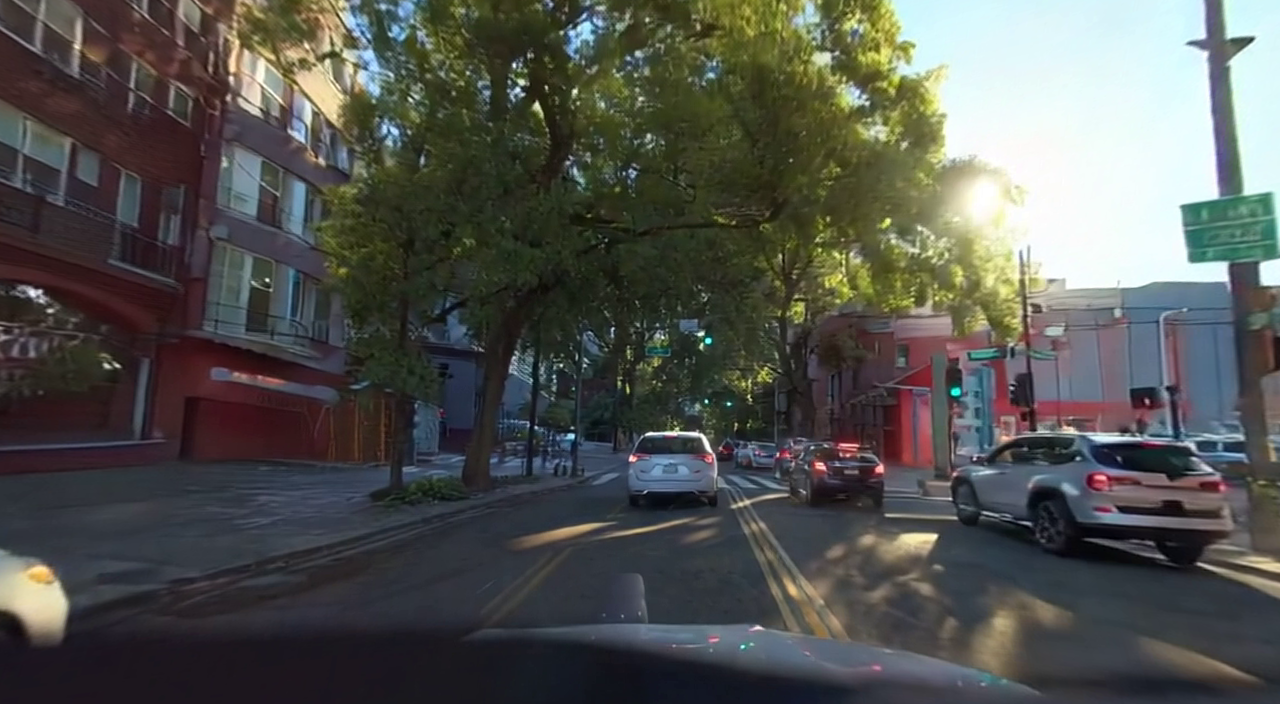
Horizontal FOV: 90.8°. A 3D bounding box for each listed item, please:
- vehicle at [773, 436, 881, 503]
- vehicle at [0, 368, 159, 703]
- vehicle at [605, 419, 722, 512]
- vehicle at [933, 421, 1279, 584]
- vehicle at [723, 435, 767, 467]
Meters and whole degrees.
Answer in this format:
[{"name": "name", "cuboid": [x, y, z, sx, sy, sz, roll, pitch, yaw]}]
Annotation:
[{"name": "vehicle", "cuboid": [5.002, 3.185, 17.544, 2.111, 1.619, 4.077, -1, -8, 6]}, {"name": "vehicle", "cuboid": [-4.053, 0.769, 1.464, 2.013, 1.772, 4.439, -1, -8, 7]}, {"name": "vehicle", "cuboid": [0.774, 2.649, 15.235, 2.333, 1.832, 5.200, -1, -9, 7]}, {"name": "vehicle", "cuboid": [6.760, 2.114, 9.974, 2.093, 1.815, 5.441, -1, -8, 5]}, {"name": "vehicle", "cuboid": [5.920, 5.658, 36.088, 2.111, 1.705, 4.093, -1, -8, 5]}]
